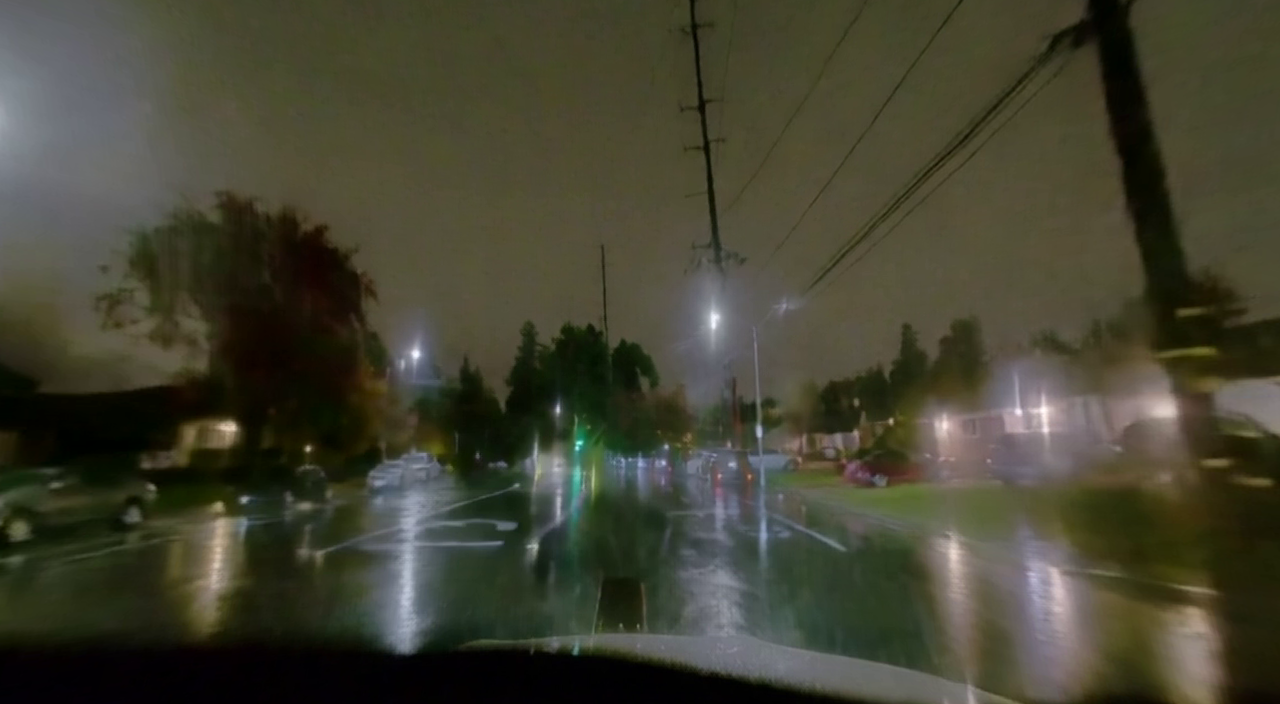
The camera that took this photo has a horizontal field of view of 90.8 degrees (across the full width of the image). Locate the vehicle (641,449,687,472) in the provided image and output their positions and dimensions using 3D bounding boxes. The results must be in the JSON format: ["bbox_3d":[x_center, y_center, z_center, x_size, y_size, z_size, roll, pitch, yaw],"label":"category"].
[{"bbox_3d":[1.751,8.216,48.202,2.367,1.614,4.463,3,-9,-14],"label":"vehicle"}]

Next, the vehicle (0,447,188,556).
[{"bbox_3d":[-11.553,2.768,12.381,2.037,1.755,4.434,1,-9,0],"label":"vehicle"}]

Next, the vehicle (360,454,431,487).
[{"bbox_3d":[-12.261,5.967,32.074,2.012,1.478,4.661,1,-9,-4],"label":"vehicle"}]

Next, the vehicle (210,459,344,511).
[{"bbox_3d":[-11.672,4.266,20.730,1.948,1.410,4.361,1,-9,-3],"label":"vehicle"}]

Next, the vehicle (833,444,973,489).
[{"bbox_3d":[10.067,4.394,24.416,4.512,1.477,1.927,-2,-9,-4],"label":"vehicle"}]

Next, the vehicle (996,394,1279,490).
[{"bbox_3d":[12.805,2.377,15.918,6.244,2.050,2.209,-9,-13,37],"label":"vehicle"}]

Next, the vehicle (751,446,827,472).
[{"bbox_3d":[9.226,6.649,39.337,4.158,1.521,1.921,2,-9,-6],"label":"vehicle"}]

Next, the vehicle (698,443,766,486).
[{"bbox_3d":[4.202,5.217,29.622,2.184,1.770,4.651,2,-9,-4],"label":"vehicle"}]
